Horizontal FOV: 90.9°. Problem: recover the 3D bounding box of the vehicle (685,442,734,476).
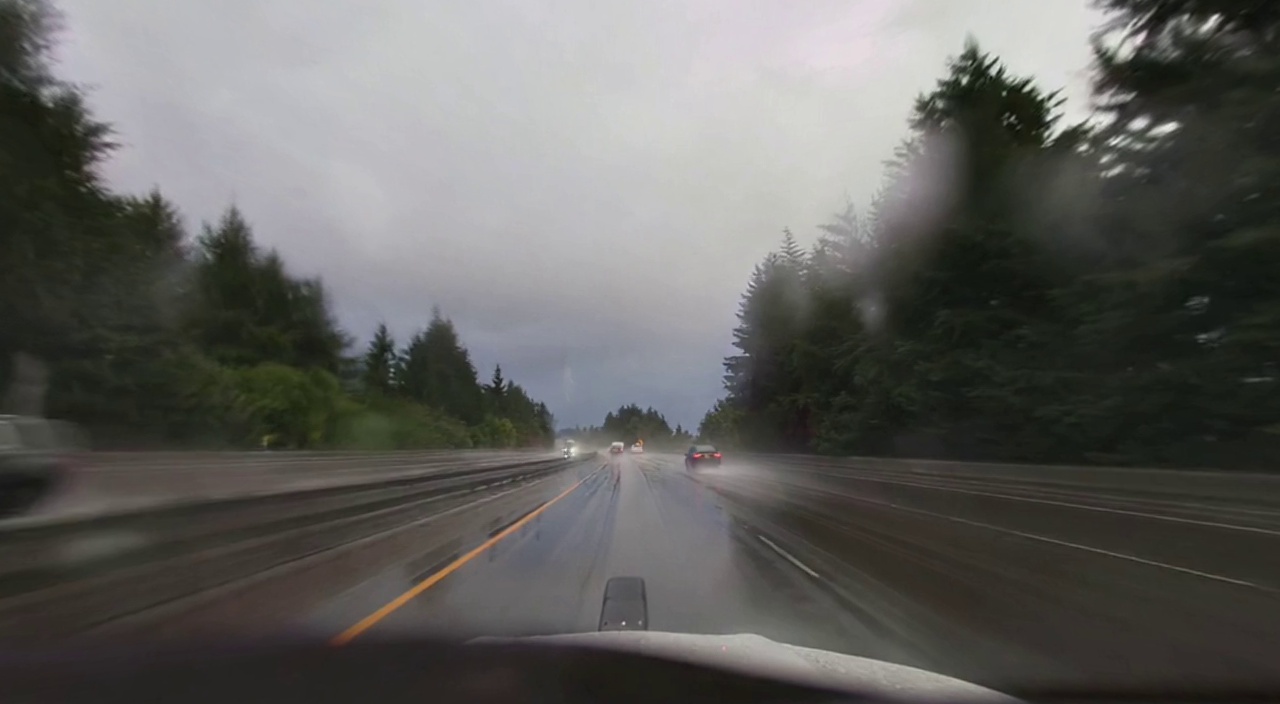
[{"bbox_3d":[3.550,5.578,33.047,1.933,1.663,4.440,0,-9,-2],"label":"vehicle"}]
